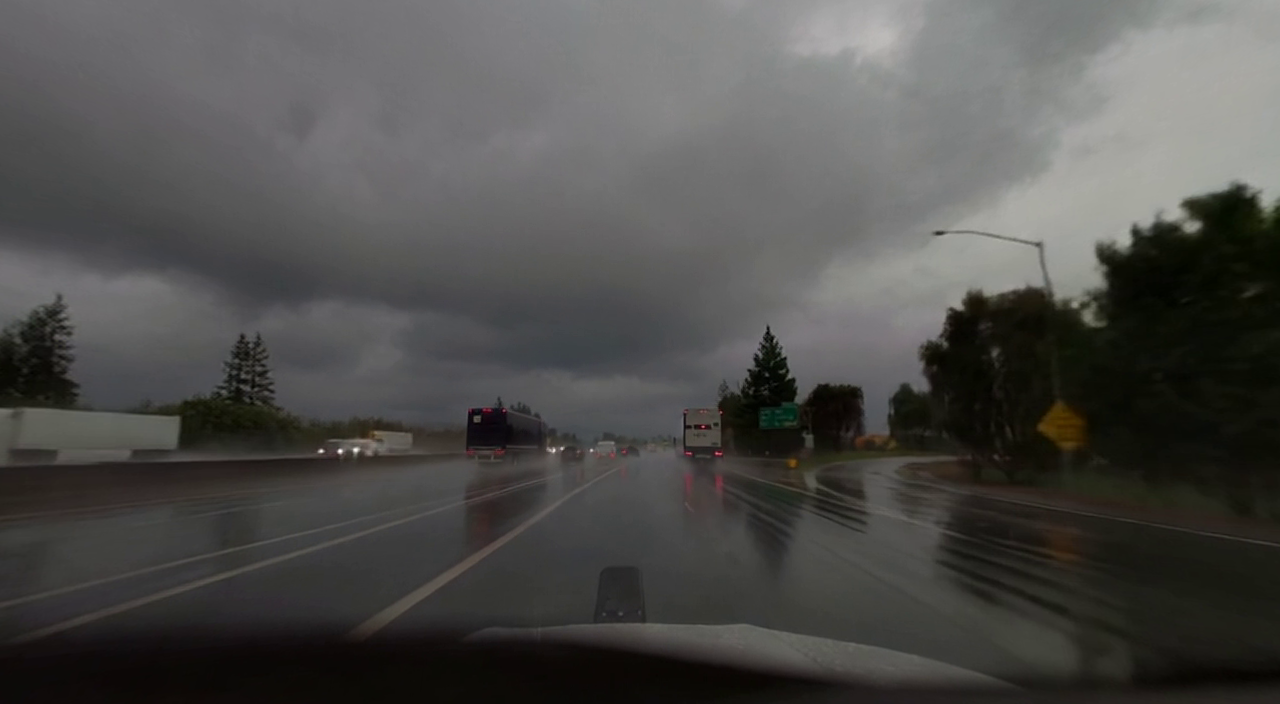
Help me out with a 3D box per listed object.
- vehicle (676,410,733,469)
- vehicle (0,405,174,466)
[{"bbox_3d":[4.376,6.522,46.296,2.928,3.595,13.975,0,-9,1],"label":"vehicle"},{"bbox_3d":[-42.393,6.518,47.909,2.840,3.938,13.955,-1,-9,3],"label":"vehicle"}]
